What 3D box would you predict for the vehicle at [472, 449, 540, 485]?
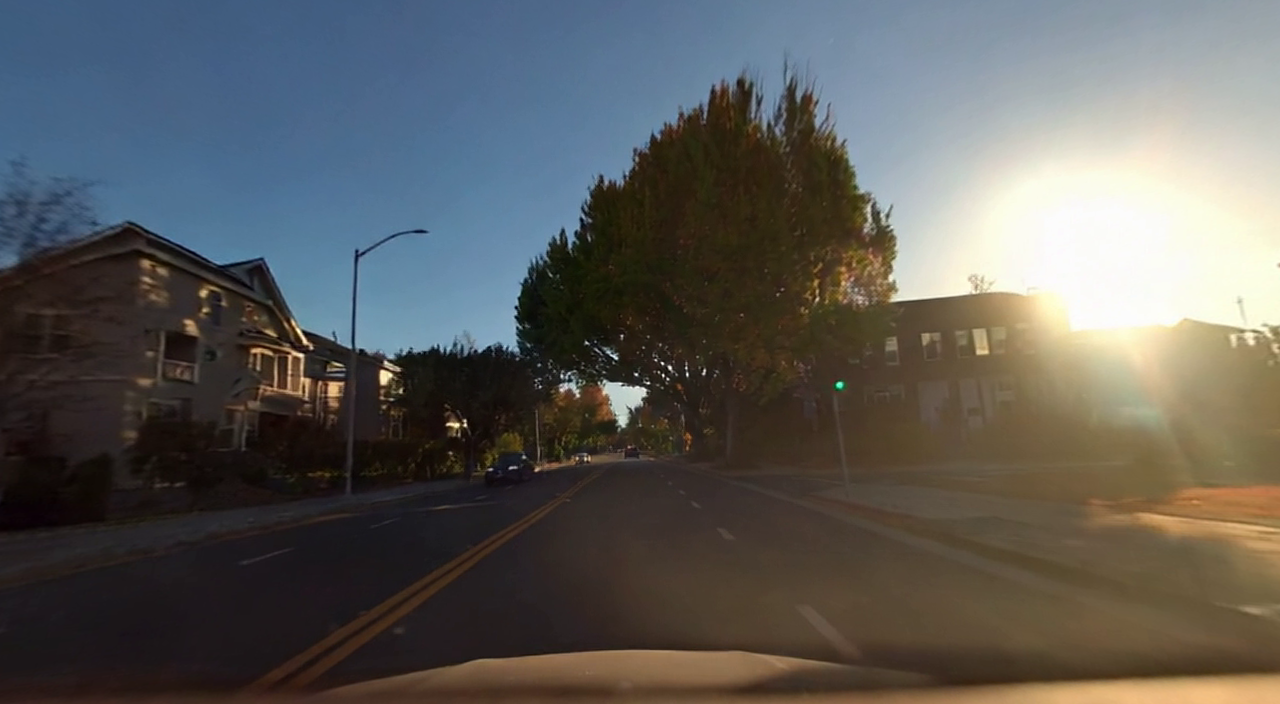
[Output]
[{"bbox_3d":[-6.125,5.317,29.510,2.243,1.476,4.729,0,-9,-1],"label":"vehicle"}]
